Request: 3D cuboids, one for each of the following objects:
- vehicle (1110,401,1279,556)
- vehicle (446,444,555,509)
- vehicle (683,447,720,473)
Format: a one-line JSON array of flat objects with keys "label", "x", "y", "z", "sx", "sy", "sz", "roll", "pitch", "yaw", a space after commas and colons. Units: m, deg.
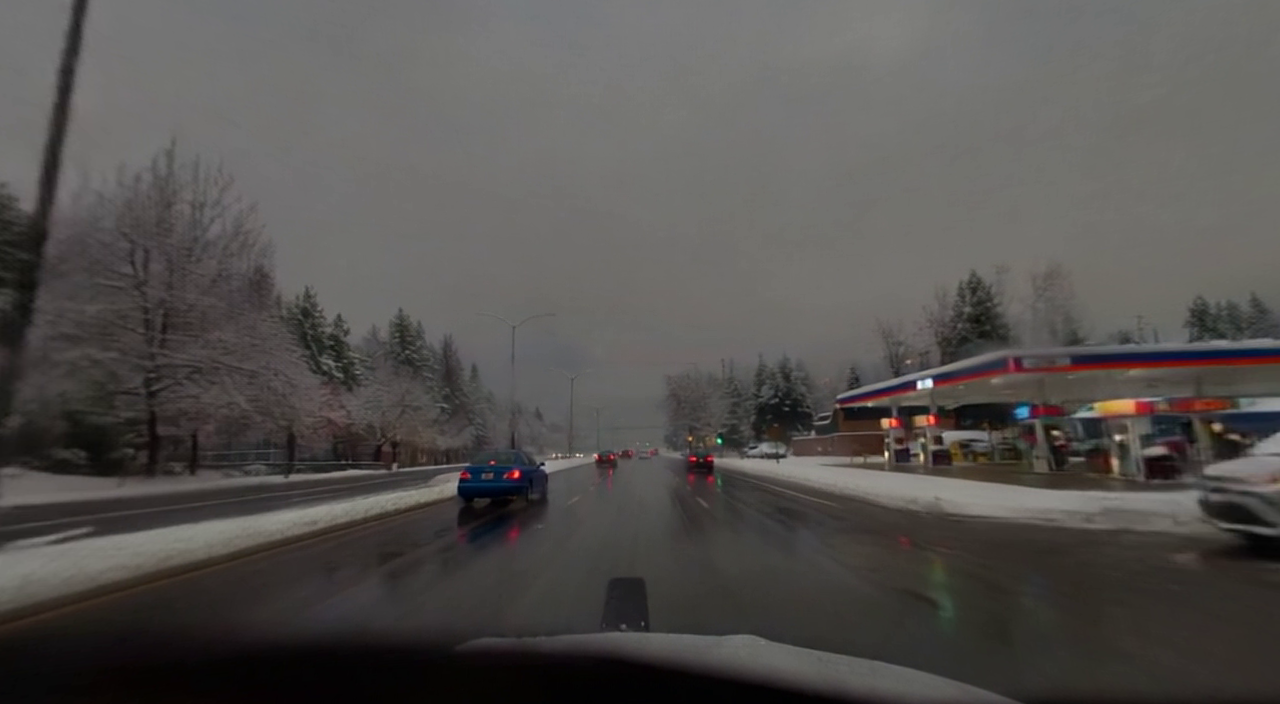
[{"label": "vehicle", "x": 10.577, "y": 1.577, "z": 8.815, "sx": 5.931, "sy": 1.872, "sz": 2.264, "roll": -3, "pitch": -9, "yaw": 3}, {"label": "vehicle", "x": -3.454, "y": 3.154, "z": 16.540, "sx": 1.803, "sy": 1.463, "sz": 4.422, "roll": 0, "pitch": -8, "yaw": 1}, {"label": "vehicle", "x": 3.813, "y": 6.775, "z": 39.753, "sx": 1.883, "sy": 1.465, "sz": 3.975, "roll": 0, "pitch": -8, "yaw": -1}]
